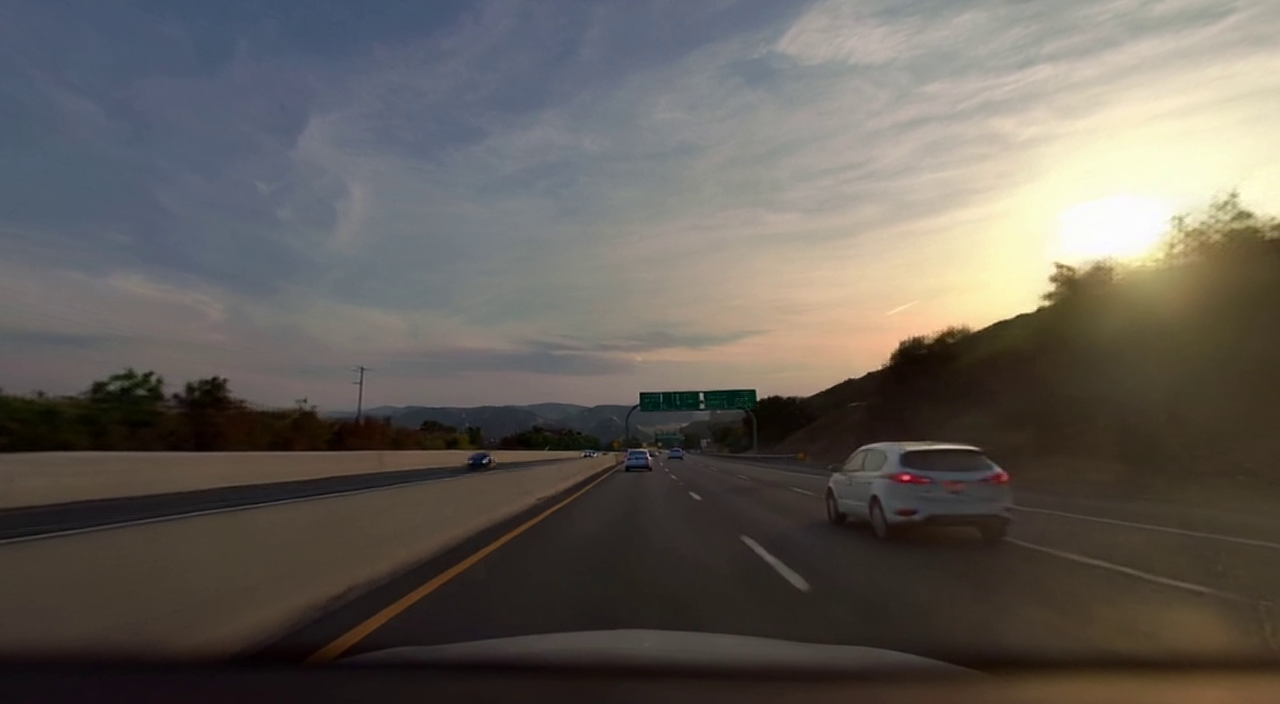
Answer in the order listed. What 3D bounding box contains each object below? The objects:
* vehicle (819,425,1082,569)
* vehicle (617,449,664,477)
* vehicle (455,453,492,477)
[{"bbox_3d":[4.078,1.959,9.134,1.969,1.595,3.964,-1,-9,4],"label":"vehicle"},{"bbox_3d":[0.073,6.843,38.870,2.084,1.594,4.219,-2,-9,12],"label":"vehicle"},{"bbox_3d":[-12.549,8.521,47.514,1.992,1.638,4.416,0,-9,-6],"label":"vehicle"}]
